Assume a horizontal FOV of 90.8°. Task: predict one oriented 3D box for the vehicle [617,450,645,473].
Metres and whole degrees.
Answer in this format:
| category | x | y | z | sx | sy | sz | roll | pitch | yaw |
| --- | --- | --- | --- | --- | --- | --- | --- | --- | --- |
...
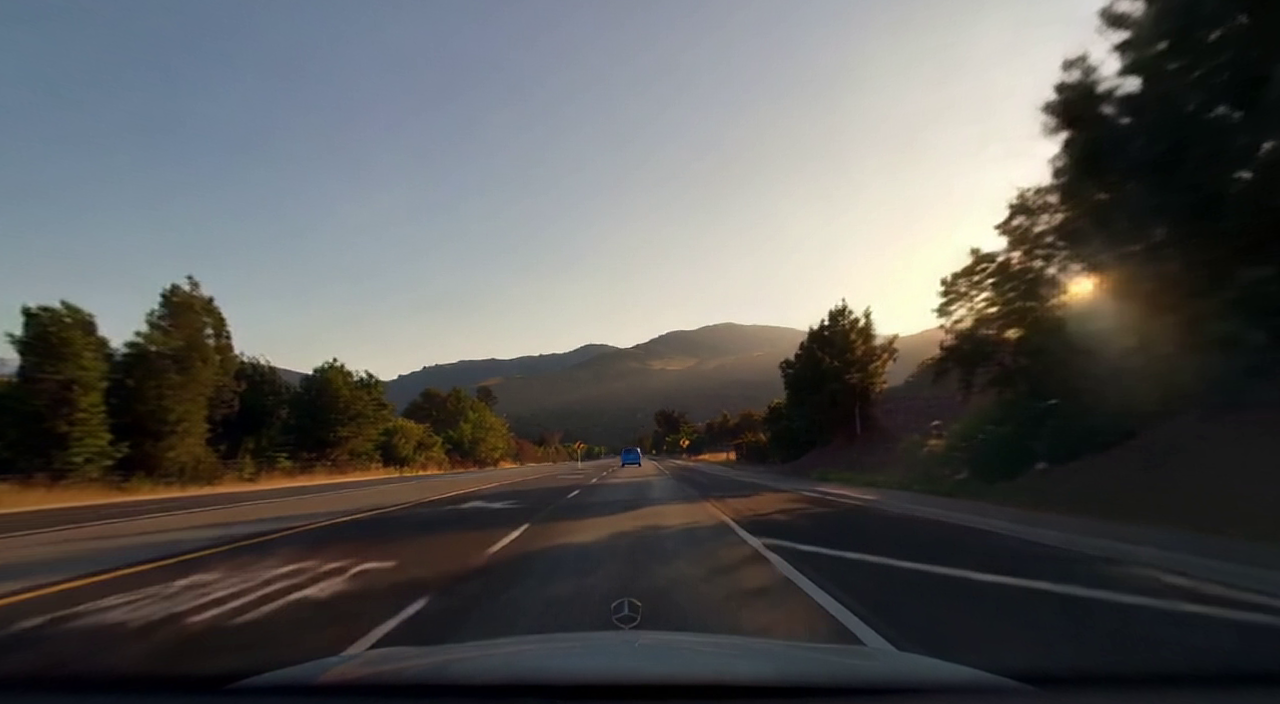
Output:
| category | x | y | z | sx | sy | sz | roll | pitch | yaw |
| --- | --- | --- | --- | --- | --- | --- | --- | --- | --- |
| vehicle | -0.667 | 8.505 | 49.180 | 2.053 | 1.647 | 4.252 | 0 | -9 | 1 |
